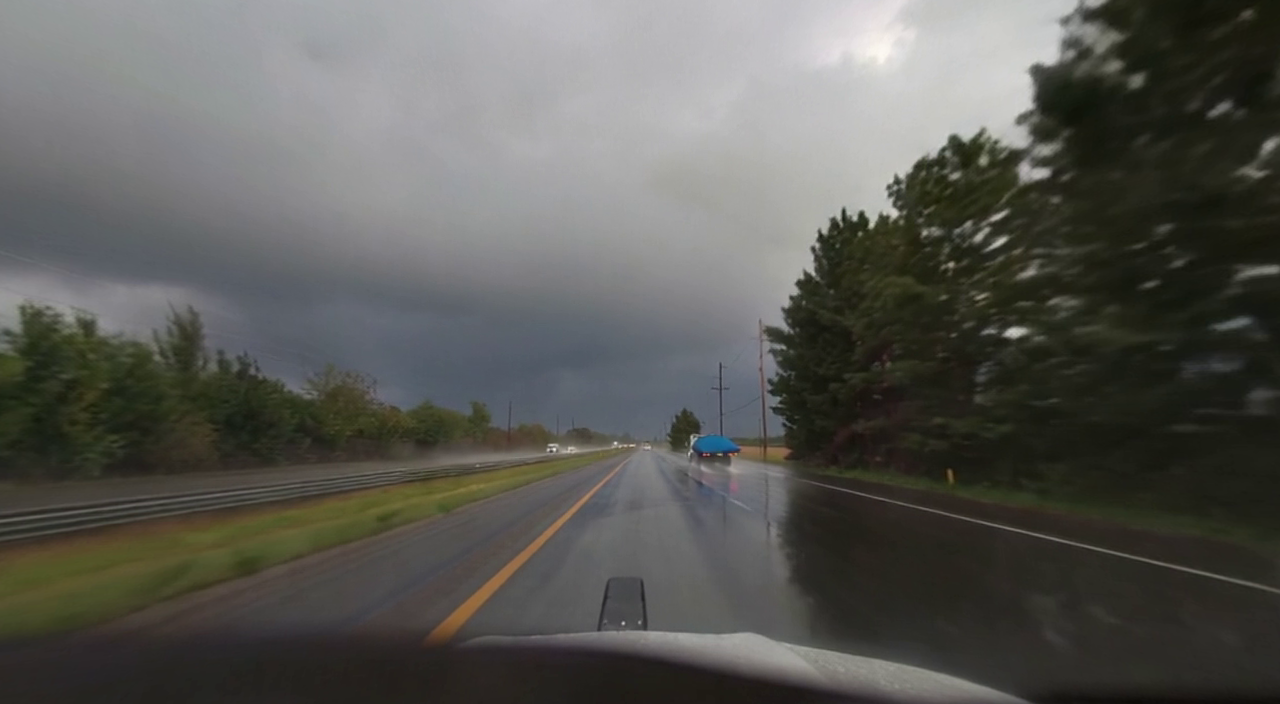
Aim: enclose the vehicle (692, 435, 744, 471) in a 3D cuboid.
[{"bbox_3d":[4.278,5.685,35.458,2.228,1.852,5.449,0,-9,0],"label":"vehicle"}]
